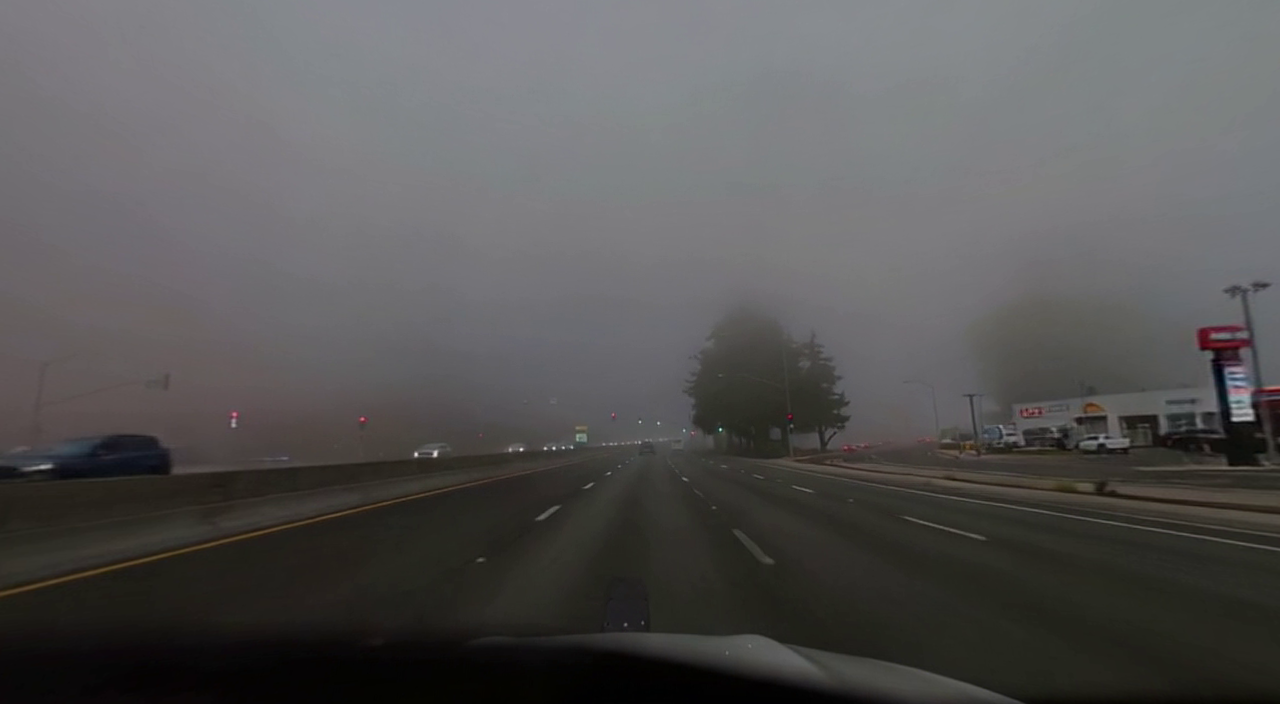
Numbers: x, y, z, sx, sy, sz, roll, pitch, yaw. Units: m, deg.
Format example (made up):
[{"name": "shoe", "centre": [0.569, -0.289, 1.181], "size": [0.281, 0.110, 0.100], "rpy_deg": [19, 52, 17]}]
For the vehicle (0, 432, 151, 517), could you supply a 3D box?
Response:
[{"name": "vehicle", "centre": [-13.743, 2.650, 14.003], "size": [2.078, 1.684, 4.505], "rpy_deg": [0, -8, 1]}]

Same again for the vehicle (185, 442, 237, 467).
[{"name": "vehicle", "centre": [-26.503, 6.336, 38.996], "size": [1.523, 1.449, 2.219], "rpy_deg": [-1, -9, 5]}]

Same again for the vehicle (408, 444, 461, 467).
[{"name": "vehicle", "centre": [-13.837, 6.960, 42.773], "size": [1.951, 1.470, 4.673], "rpy_deg": [0, -8, 1]}]
